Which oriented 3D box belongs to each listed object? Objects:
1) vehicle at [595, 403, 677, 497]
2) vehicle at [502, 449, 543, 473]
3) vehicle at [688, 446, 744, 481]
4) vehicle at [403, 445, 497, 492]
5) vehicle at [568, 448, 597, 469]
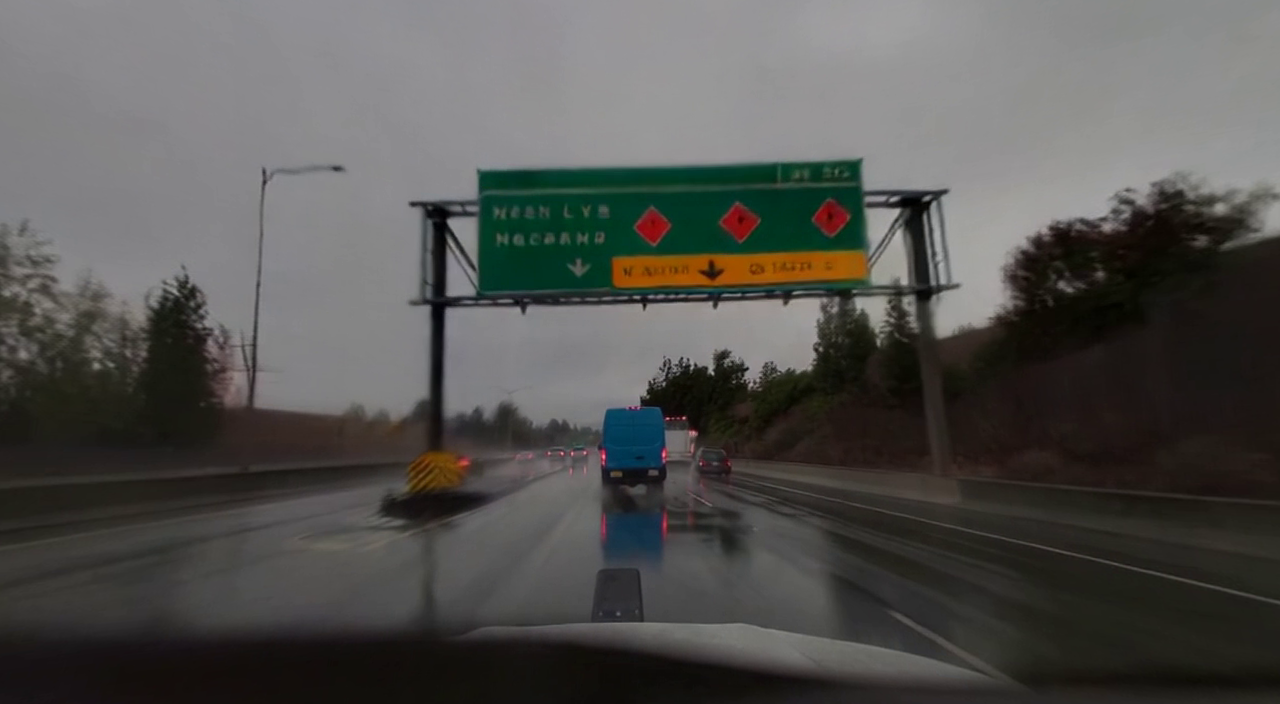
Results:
[{"bbox_3d":[-0.223,3.100,19.909,2.268,2.551,5.144,0,-9,-3],"label":"vehicle"},{"bbox_3d":[-7.635,7.099,41.050,2.026,1.506,4.102,0,-9,-2],"label":"vehicle"},{"bbox_3d":[3.472,5.218,29.563,2.015,1.491,4.732,0,-9,-1],"label":"vehicle"},{"bbox_3d":[-6.785,4.190,22.911,2.003,1.498,4.386,0,-9,0],"label":"vehicle"},{"bbox_3d":[-4.440,8.253,48.800,2.002,1.536,4.021,0,-9,-2],"label":"vehicle"}]
